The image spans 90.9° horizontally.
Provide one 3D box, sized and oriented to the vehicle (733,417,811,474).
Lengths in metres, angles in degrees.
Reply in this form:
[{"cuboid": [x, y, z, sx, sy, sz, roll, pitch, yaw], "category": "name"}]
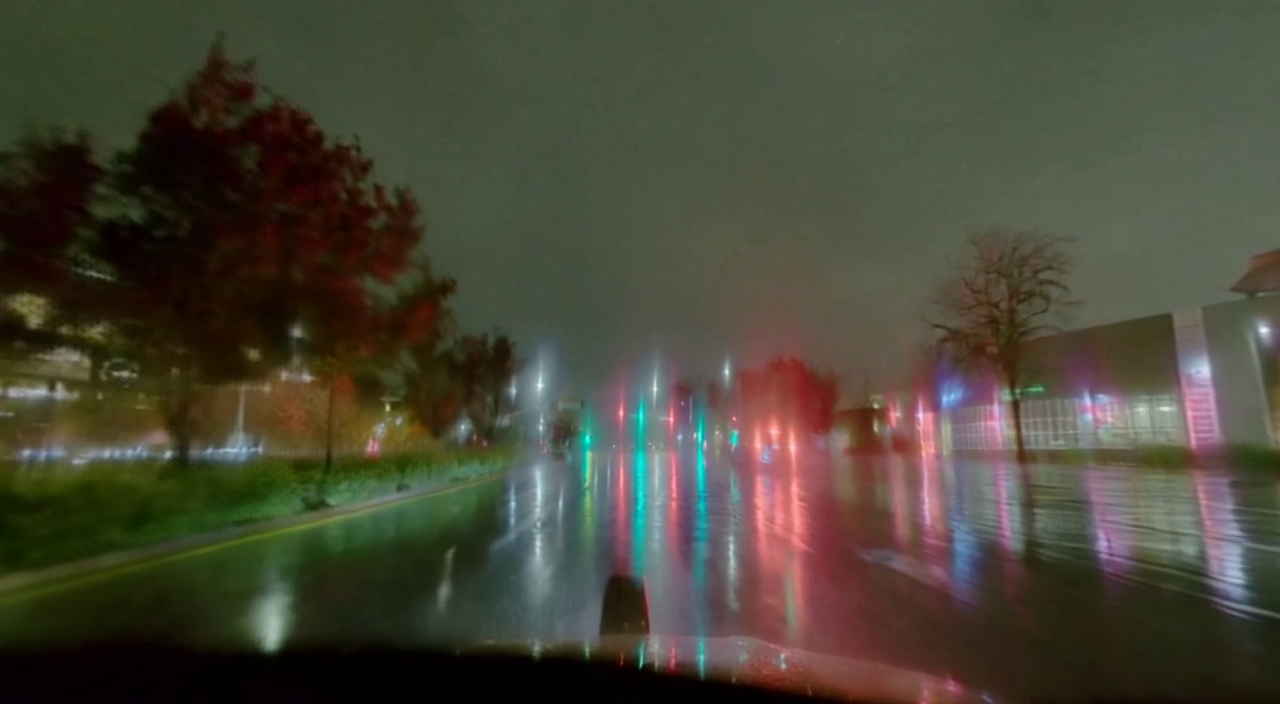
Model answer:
[{"cuboid": [6.568, 4.796, 32.406, 2.762, 2.607, 6.182, 0, -8, 1], "category": "vehicle"}]
